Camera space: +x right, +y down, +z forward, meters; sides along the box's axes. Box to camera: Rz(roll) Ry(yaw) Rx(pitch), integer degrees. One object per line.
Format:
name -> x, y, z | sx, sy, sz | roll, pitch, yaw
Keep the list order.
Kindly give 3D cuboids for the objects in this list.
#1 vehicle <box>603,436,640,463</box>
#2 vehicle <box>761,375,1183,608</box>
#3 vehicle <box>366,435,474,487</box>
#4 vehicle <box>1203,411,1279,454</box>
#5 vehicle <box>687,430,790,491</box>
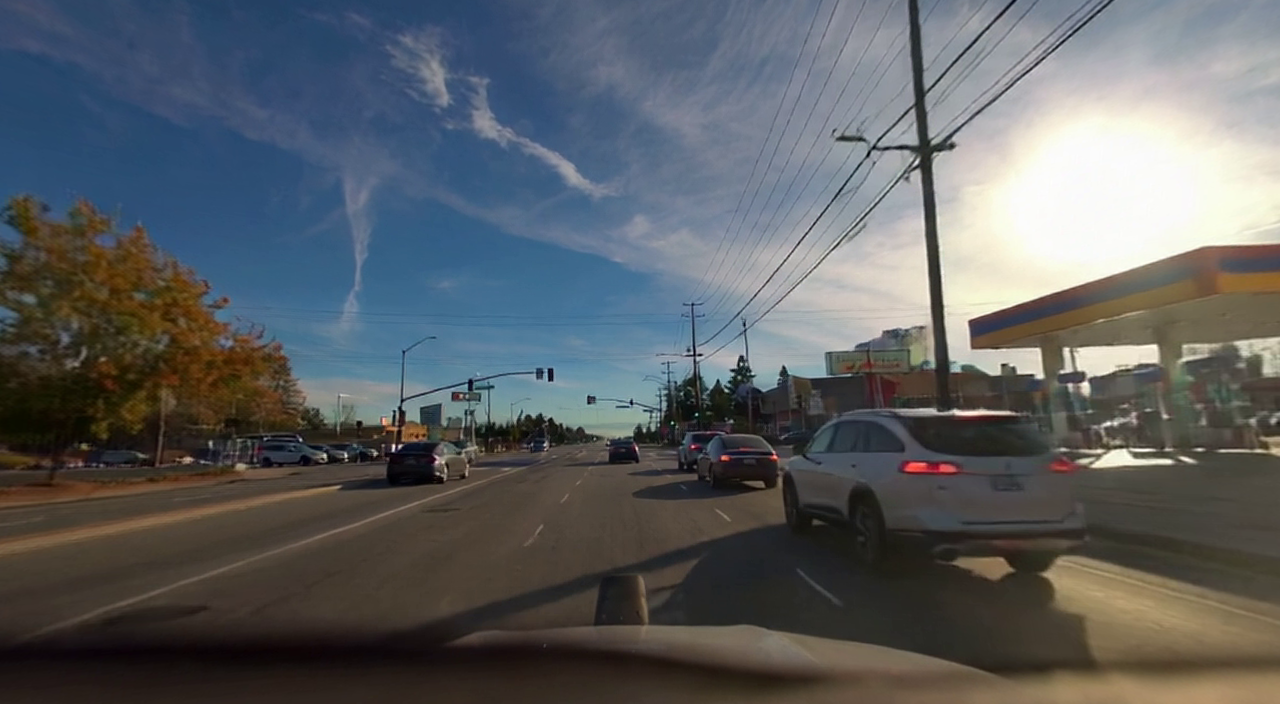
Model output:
vehicle -> -1.137, 5.742, 37.478 | 2.065, 1.484, 3.894 | 0, -8, -2
vehicle -> 3.131, 1.452, 7.573 | 2.124, 1.824, 4.973 | 0, -8, -3
vehicle -> -6.917, 3.452, 20.404 | 2.075, 1.470, 4.190 | 0, -8, -1
vehicle -> 24.252, 3.083, 24.038 | 1.850, 1.549, 3.930 | 0, -9, -3
vehicle -> 2.593, 2.991, 17.780 | 1.945, 1.470, 4.363 | 0, -8, -4
